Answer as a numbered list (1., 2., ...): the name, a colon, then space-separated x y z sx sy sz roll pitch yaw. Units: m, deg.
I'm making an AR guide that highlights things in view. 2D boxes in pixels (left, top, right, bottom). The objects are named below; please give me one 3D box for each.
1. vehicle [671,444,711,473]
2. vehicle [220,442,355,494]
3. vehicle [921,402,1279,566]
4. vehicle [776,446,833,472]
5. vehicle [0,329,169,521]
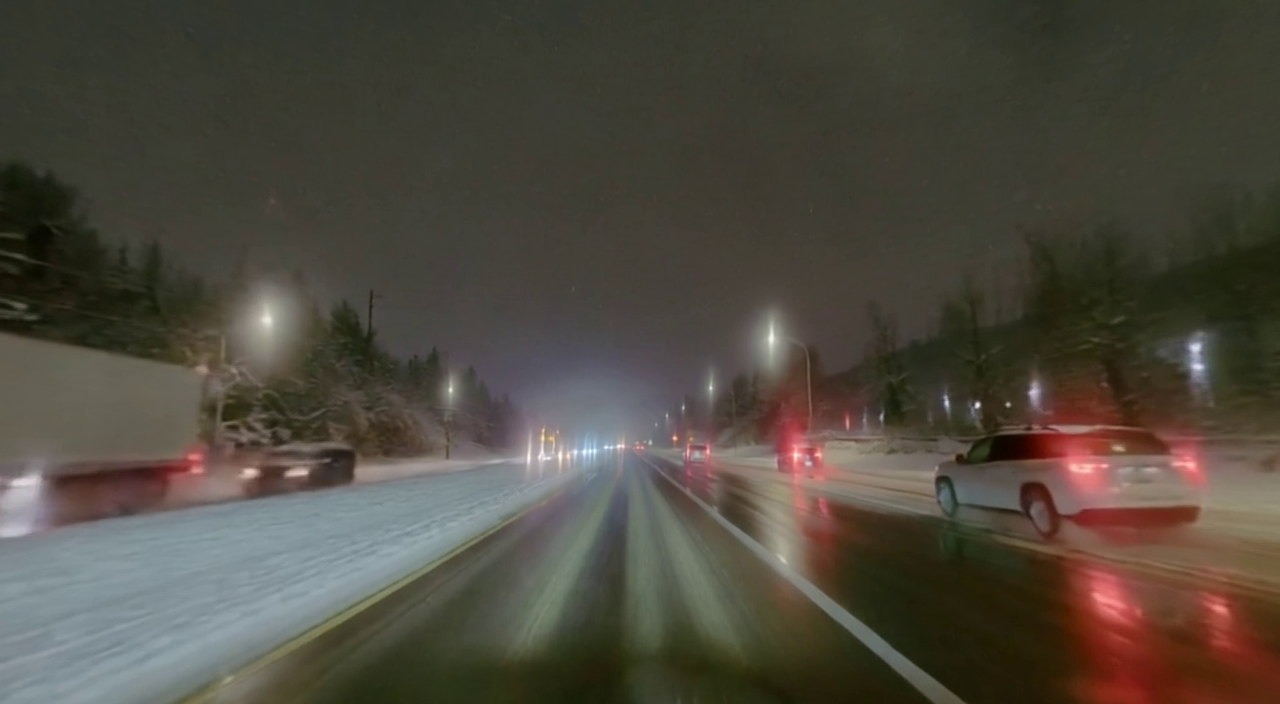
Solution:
1. vehicle: 3.036 6.447 38.471 2.018 1.600 4.121 0 -9 -2
2. vehicle: -11.797 3.893 21.593 1.983 1.581 4.625 0 -9 -1
3. vehicle: 6.853 1.917 10.008 2.244 1.858 5.414 0 -9 -1
4. vehicle: 10.060 6.594 39.138 1.987 1.502 5.130 0 -9 -2
5. vehicle: -15.325 1.040 10.083 3.035 4.124 16.807 0 -9 -1
